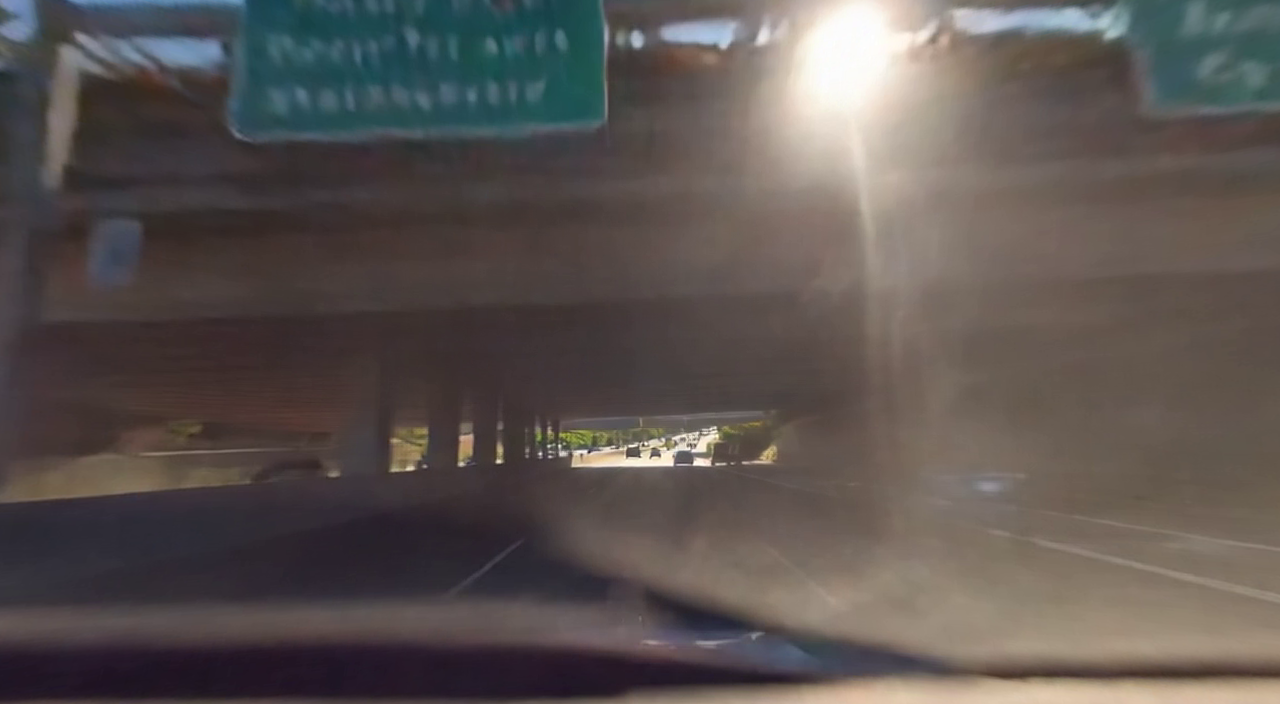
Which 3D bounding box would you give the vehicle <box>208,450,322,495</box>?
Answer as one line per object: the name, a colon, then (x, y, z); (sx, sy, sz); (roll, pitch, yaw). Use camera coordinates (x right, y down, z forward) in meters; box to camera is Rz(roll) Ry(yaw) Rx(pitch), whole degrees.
vehicle: (-15.206, 4.860, 25.889); (1.925, 1.645, 4.371); (-1, -9, 1)
